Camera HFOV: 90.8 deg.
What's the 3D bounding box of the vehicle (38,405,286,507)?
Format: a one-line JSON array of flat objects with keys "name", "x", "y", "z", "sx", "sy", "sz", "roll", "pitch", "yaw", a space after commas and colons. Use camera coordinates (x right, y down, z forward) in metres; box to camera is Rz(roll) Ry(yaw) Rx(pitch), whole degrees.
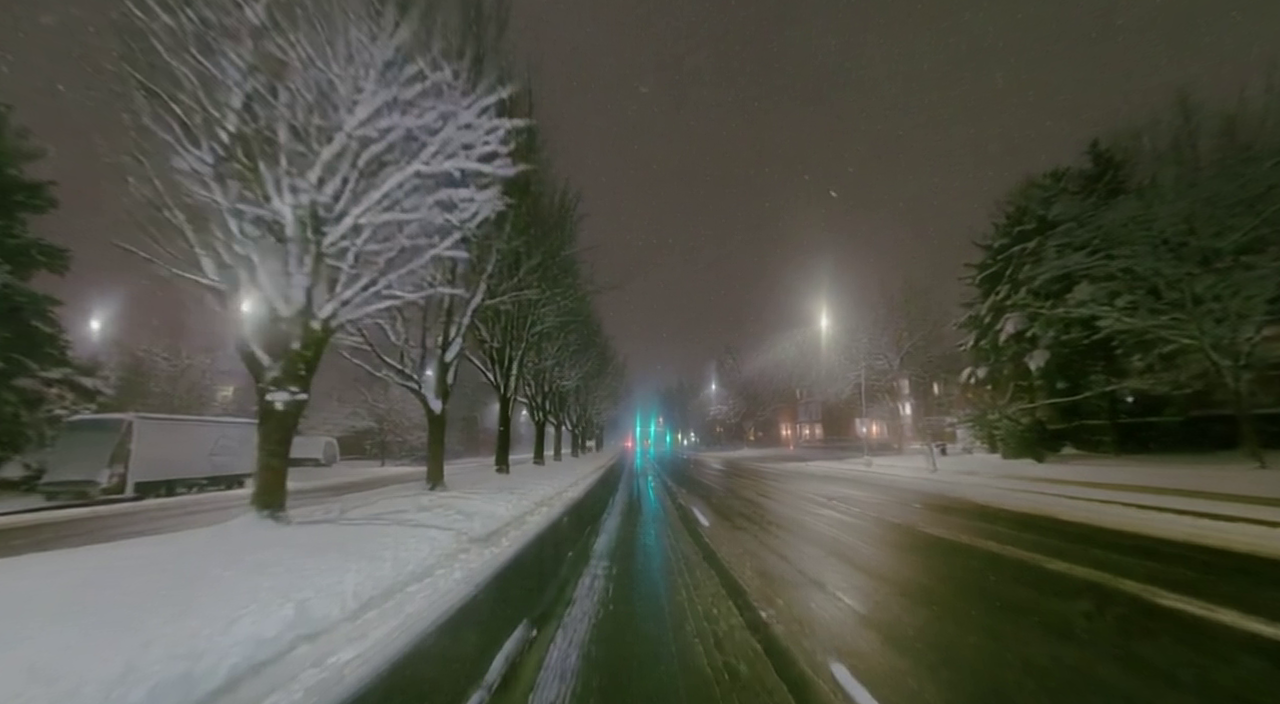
[{"name": "vehicle", "x": -19.511, "y": 4.365, "z": 27.091, "sx": 2.866, "sy": 3.528, "sz": 9.798, "roll": 0, "pitch": -8, "yaw": 0}]
